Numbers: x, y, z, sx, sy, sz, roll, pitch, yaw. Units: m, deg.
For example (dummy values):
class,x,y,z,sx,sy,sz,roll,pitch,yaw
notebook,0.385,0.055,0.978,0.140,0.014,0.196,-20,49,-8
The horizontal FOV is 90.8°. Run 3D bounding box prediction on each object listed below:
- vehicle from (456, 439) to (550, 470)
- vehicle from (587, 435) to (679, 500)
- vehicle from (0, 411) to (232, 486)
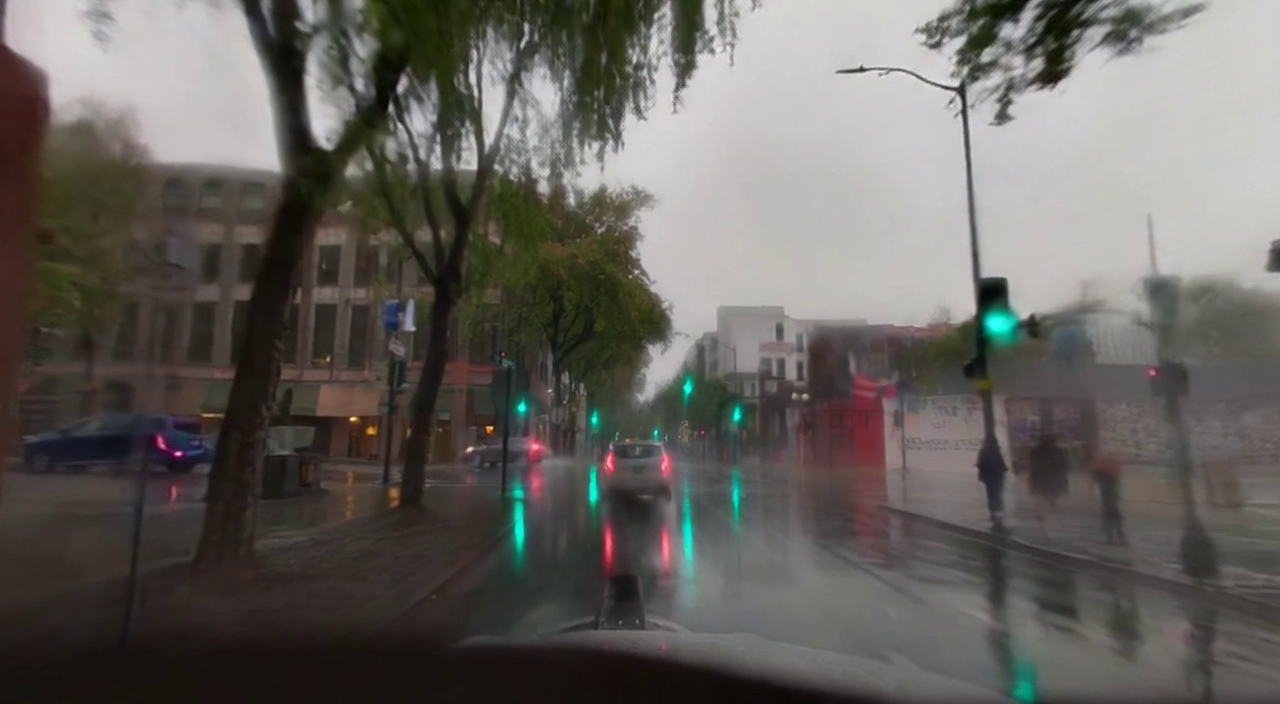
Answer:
class,x,y,z,sx,sy,sz,roll,pitch,yaw
vehicle,-6.986,5.192,32.120,4.627,1.468,1.871,-6,-10,32
vehicle,-0.303,3.017,16.868,2.106,1.482,4.459,0,-9,-4
vehicle,-17.864,3.308,21.726,5.858,2.396,2.319,1,-9,-2
